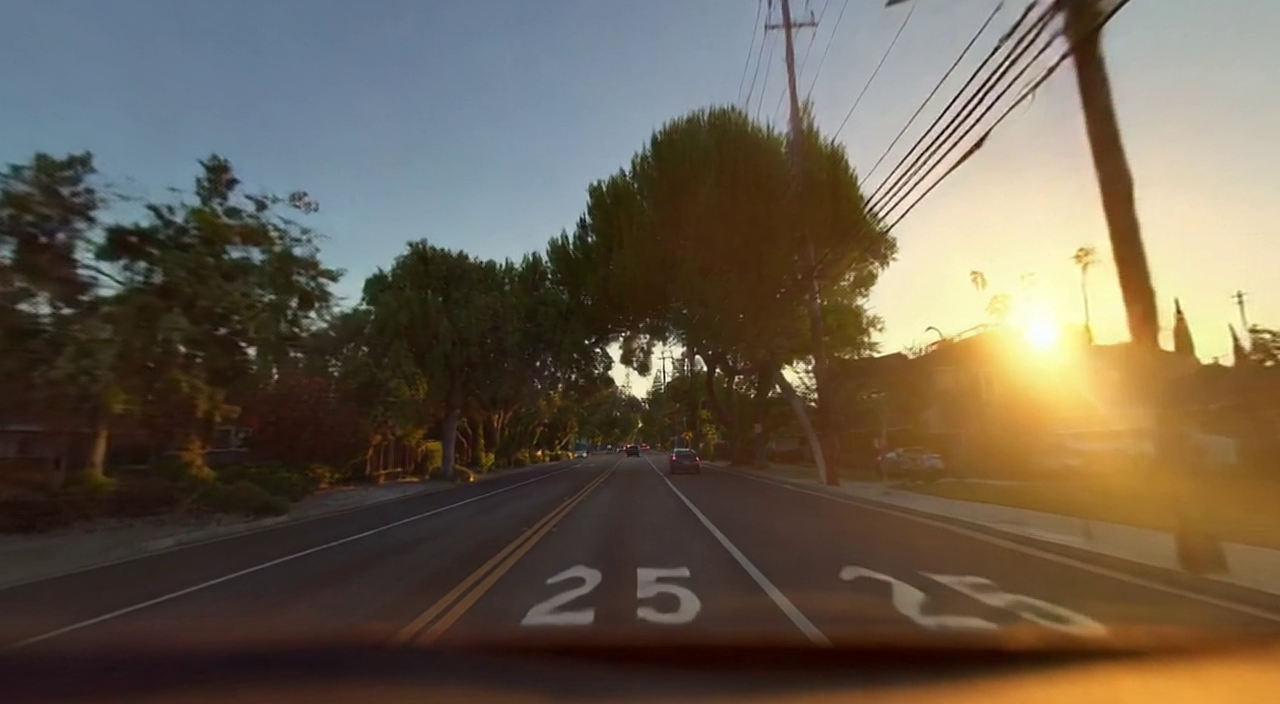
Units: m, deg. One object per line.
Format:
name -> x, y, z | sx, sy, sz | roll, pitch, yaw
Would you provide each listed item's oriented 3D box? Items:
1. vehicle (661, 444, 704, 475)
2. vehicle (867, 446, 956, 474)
vehicle -> 2.150, 5.615, 33.128 | 1.975, 1.497, 3.647 | 0, -9, 0
vehicle -> 14.496, 5.769, 33.863 | 3.838, 1.405, 1.992 | 1, -9, -6
